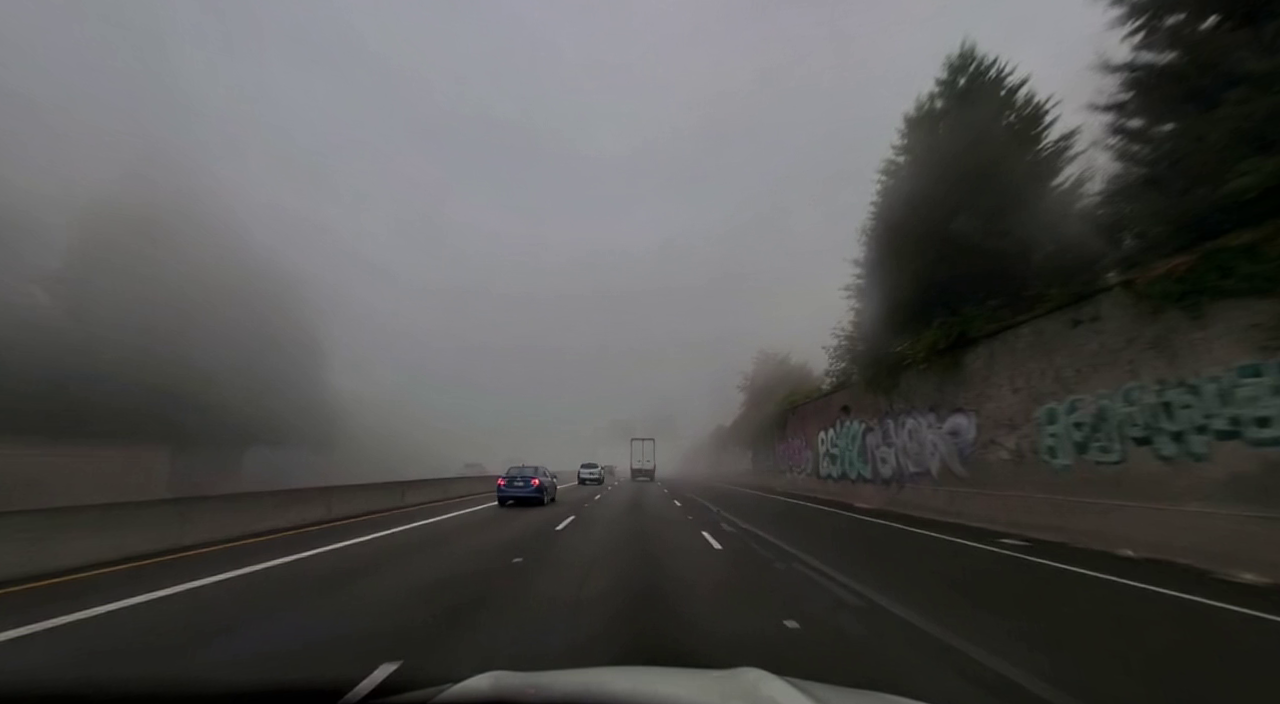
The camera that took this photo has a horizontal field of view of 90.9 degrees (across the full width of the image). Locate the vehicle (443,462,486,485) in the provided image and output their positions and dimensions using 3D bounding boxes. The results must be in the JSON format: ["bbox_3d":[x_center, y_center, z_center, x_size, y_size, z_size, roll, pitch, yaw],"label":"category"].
[{"bbox_3d":[-12.540,8.692,45.249,1.874,1.514,4.246,1,-10,0],"label":"vehicle"}]

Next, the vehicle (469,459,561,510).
[{"bbox_3d":[-3.935,4.269,20.564,2.054,1.443,4.131,0,-10,1],"label":"vehicle"}]

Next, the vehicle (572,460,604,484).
[{"bbox_3d":[-3.861,8.961,47.118,2.032,1.625,4.023,1,-10,0],"label":"vehicle"}]
